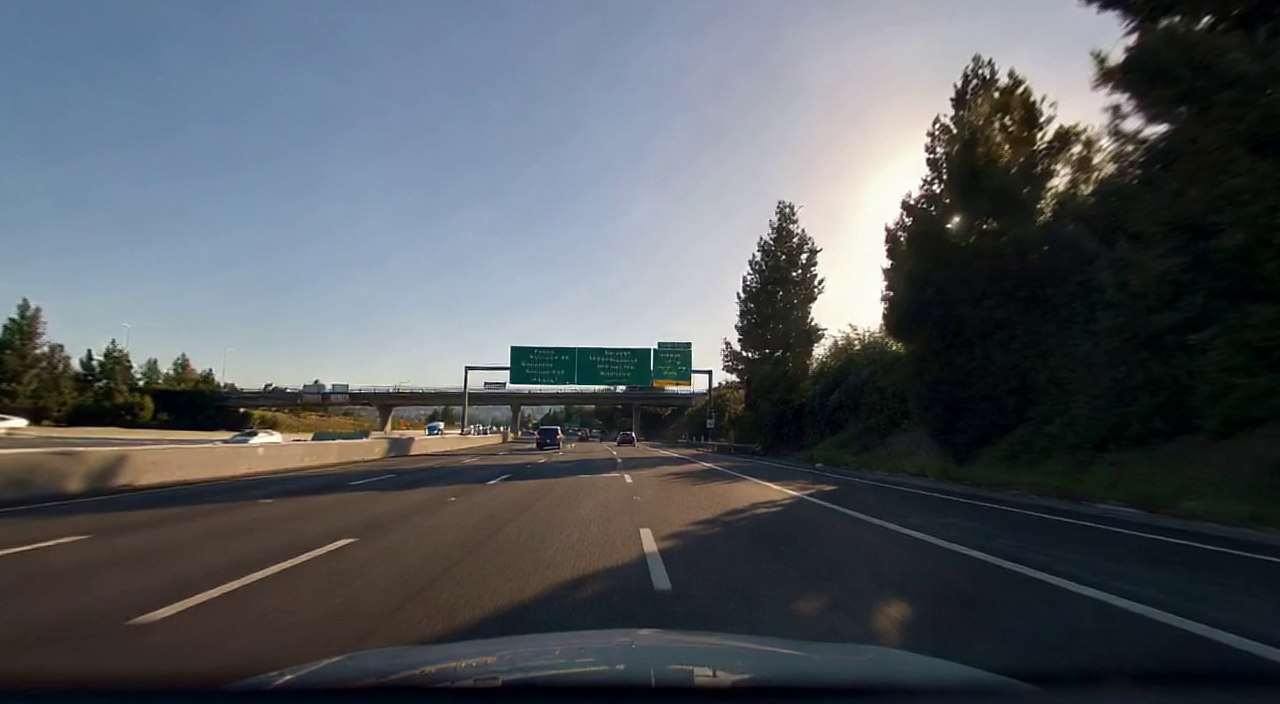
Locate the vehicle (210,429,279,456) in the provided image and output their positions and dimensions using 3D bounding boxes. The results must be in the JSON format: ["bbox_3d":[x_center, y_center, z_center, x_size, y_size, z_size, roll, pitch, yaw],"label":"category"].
[{"bbox_3d":[-24.635,5.658,39.294,1.904,1.582,3.837,0,-8,-2],"label":"vehicle"}]
